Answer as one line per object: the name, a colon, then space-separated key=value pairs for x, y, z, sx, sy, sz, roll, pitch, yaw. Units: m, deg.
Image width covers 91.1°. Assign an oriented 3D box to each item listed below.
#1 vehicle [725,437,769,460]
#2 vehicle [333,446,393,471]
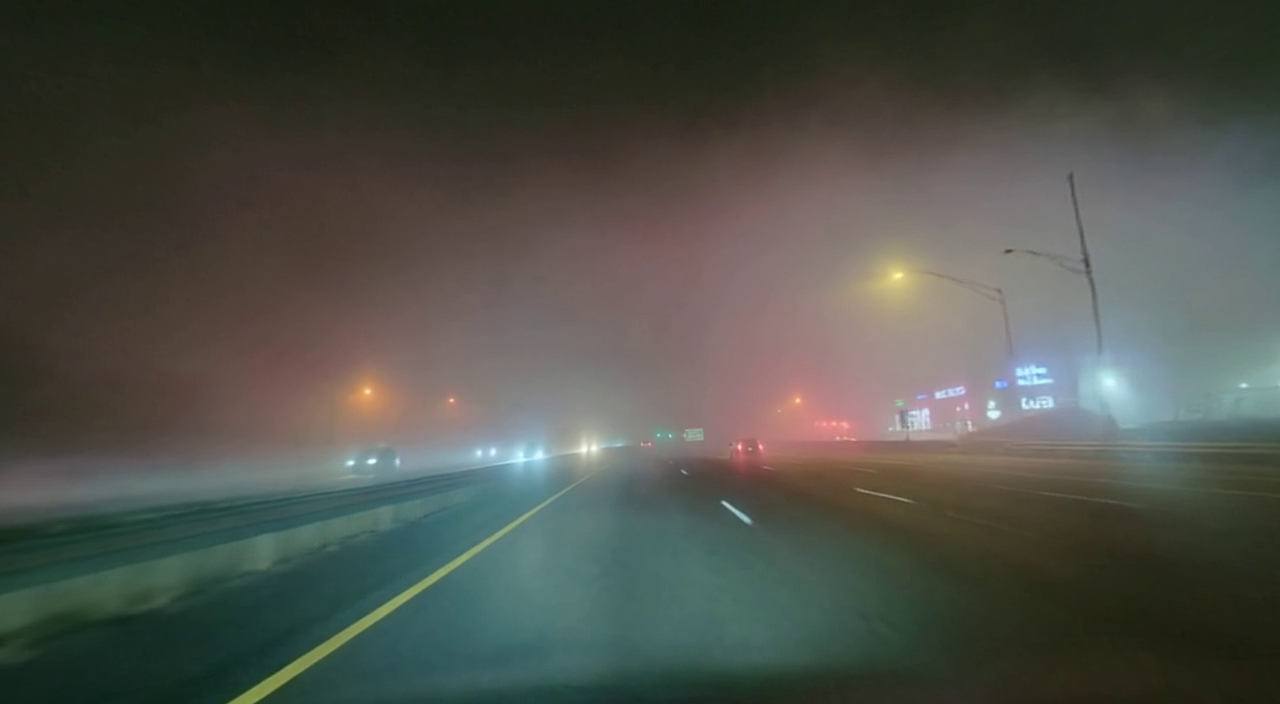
vehicle: x=7.305 y=6.656 z=43.418 sx=2.079 sy=1.518 sz=5.032 roll=0 pitch=-8 yaw=-1
vehicle: x=-21.900 y=8.407 z=49.891 sx=2.028 sy=1.784 sz=5.837 roll=-1 pitch=-8 yaw=1
